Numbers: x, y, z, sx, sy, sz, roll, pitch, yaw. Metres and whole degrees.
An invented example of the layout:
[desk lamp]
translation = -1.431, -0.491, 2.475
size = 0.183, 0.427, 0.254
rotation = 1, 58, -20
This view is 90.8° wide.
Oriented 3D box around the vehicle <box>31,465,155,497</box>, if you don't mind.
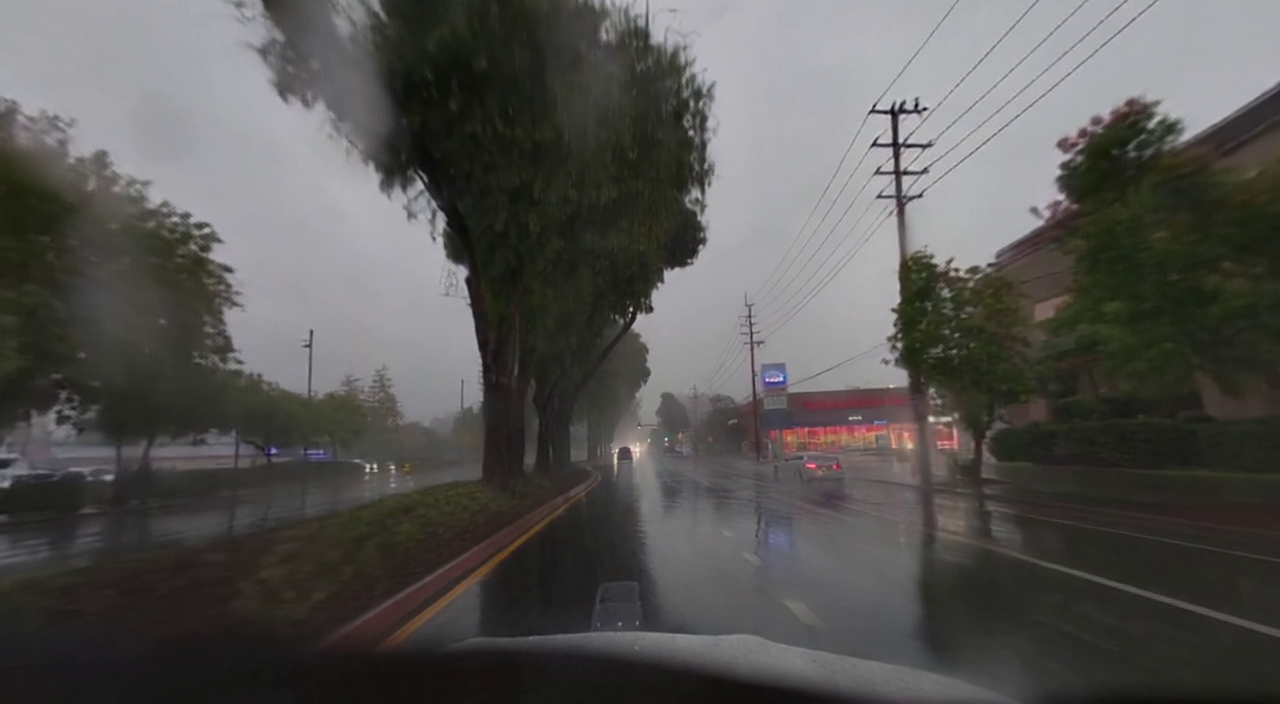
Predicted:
[vehicle]
translation = -29.652, 6.988, 34.373
size = 4.662, 1.599, 2.133
rotation = 0, -8, -2
